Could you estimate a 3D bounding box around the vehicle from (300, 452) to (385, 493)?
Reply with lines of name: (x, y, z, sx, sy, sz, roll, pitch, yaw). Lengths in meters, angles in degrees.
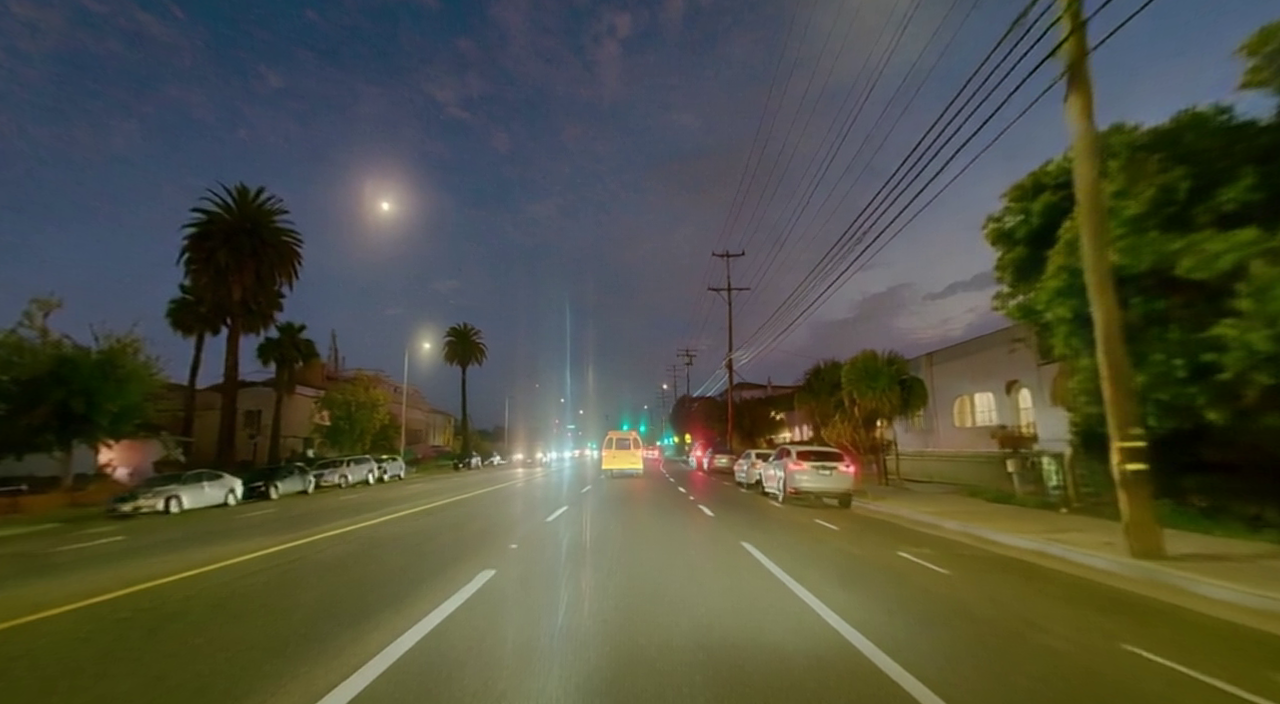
vehicle: (-14.112, 5.691, 30.215, 2.041, 1.643, 4.665, -3, -9, -3)

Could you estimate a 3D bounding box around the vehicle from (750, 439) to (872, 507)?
vehicle: (4.275, 3.076, 16.546, 1.946, 1.530, 4.240, 0, -9, -1)

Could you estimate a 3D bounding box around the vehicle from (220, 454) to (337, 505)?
vehicle: (-13.638, 4.788, 24.168, 1.979, 1.509, 4.763, -3, -7, -4)

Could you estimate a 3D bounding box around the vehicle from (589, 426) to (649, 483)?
vehicle: (-0.909, 4.080, 25.236, 2.168, 2.040, 4.527, 0, -9, -3)

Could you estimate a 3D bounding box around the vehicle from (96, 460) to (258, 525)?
vehicle: (-13.127, 3.962, 18.202, 1.841, 1.356, 3.938, -6, -8, -2)

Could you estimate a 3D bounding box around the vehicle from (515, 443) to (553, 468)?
vehicle: (-7.978, 7.816, 47.921, 2.096, 1.798, 4.831, 0, -9, 0)
